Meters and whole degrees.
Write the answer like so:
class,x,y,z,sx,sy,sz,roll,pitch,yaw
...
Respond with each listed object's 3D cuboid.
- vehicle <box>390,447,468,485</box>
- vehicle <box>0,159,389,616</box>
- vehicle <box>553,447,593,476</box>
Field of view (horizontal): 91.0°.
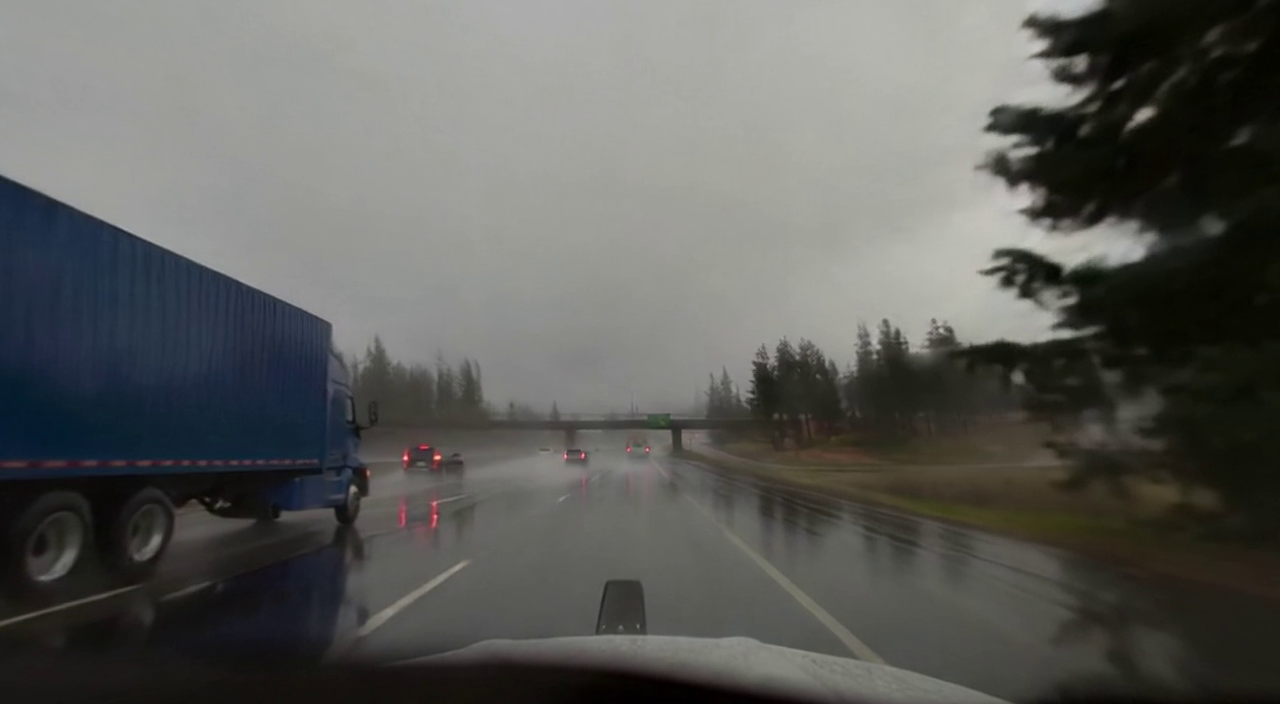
class,x,y,z,sx,sy,sz,roll,pitch,yaw
vehicle,-10.667,5.798,32.343,2.146,1.764,5.510,0,-9,0
vehicle,-7.157,0.801,8.444,3.303,3.868,10.298,0,-9,0
vehicle,-4.205,6.962,40.202,2.094,1.695,4.260,0,-9,0
